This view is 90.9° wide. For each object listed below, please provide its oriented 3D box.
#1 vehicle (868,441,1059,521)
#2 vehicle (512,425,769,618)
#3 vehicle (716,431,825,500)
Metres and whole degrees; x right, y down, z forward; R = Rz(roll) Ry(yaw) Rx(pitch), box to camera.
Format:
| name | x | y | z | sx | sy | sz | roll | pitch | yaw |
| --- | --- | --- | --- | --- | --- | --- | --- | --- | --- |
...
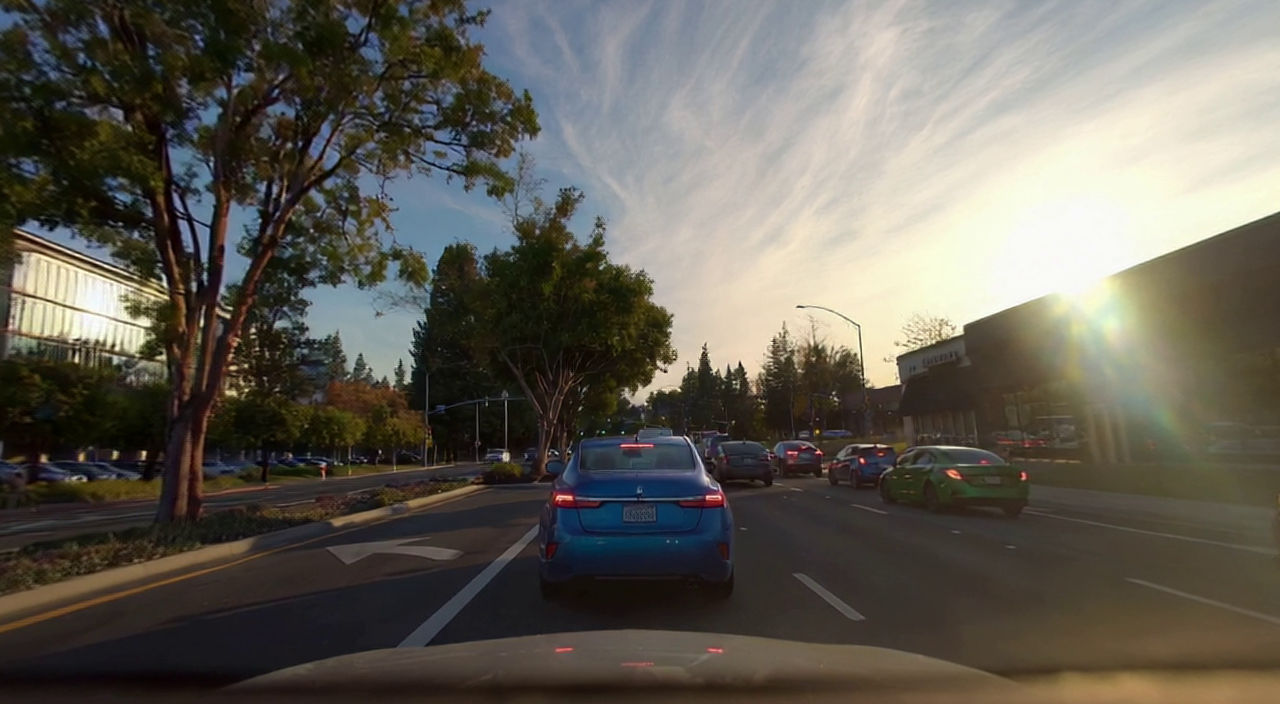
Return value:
| name | x | y | z | sx | sy | sz | roll | pitch | yaw |
| --- | --- | --- | --- | --- | --- | --- | --- | --- | --- |
| vehicle | 6.872 | 2.751 | 14.063 | 1.911 | 1.468 | 4.417 | 0 | -8 | 0 |
| vehicle | -0.024 | 1.626 | 7.105 | 1.977 | 1.465 | 4.376 | 0 | -8 | -1 |
| vehicle | 3.610 | 3.221 | 18.391 | 2.114 | 1.736 | 4.553 | 0 | -8 | -1 |
